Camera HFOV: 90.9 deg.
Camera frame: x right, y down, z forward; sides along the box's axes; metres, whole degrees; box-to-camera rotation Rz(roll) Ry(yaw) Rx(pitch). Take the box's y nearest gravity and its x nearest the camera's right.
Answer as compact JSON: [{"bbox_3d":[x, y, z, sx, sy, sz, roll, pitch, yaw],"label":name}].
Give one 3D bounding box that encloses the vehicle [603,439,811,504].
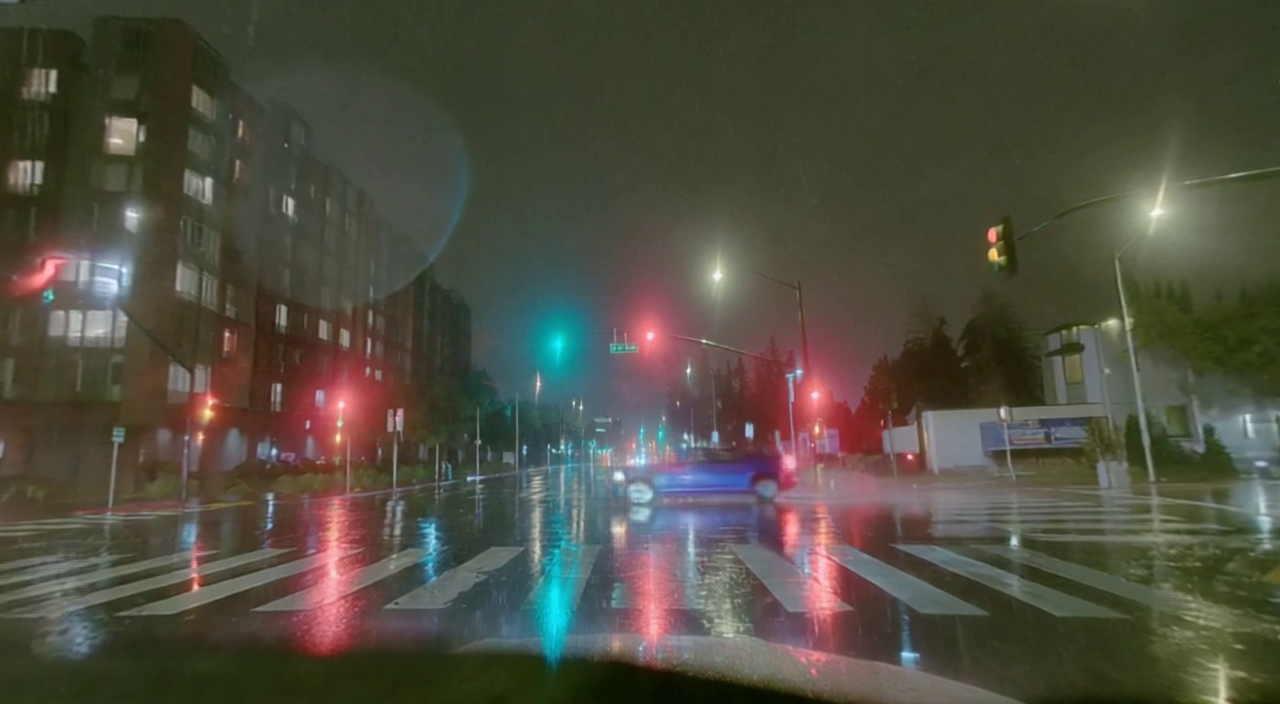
[{"bbox_3d":[1.571,2.953,15.786,4.847,1.484,1.926,0,-8,1],"label":"vehicle"}]
